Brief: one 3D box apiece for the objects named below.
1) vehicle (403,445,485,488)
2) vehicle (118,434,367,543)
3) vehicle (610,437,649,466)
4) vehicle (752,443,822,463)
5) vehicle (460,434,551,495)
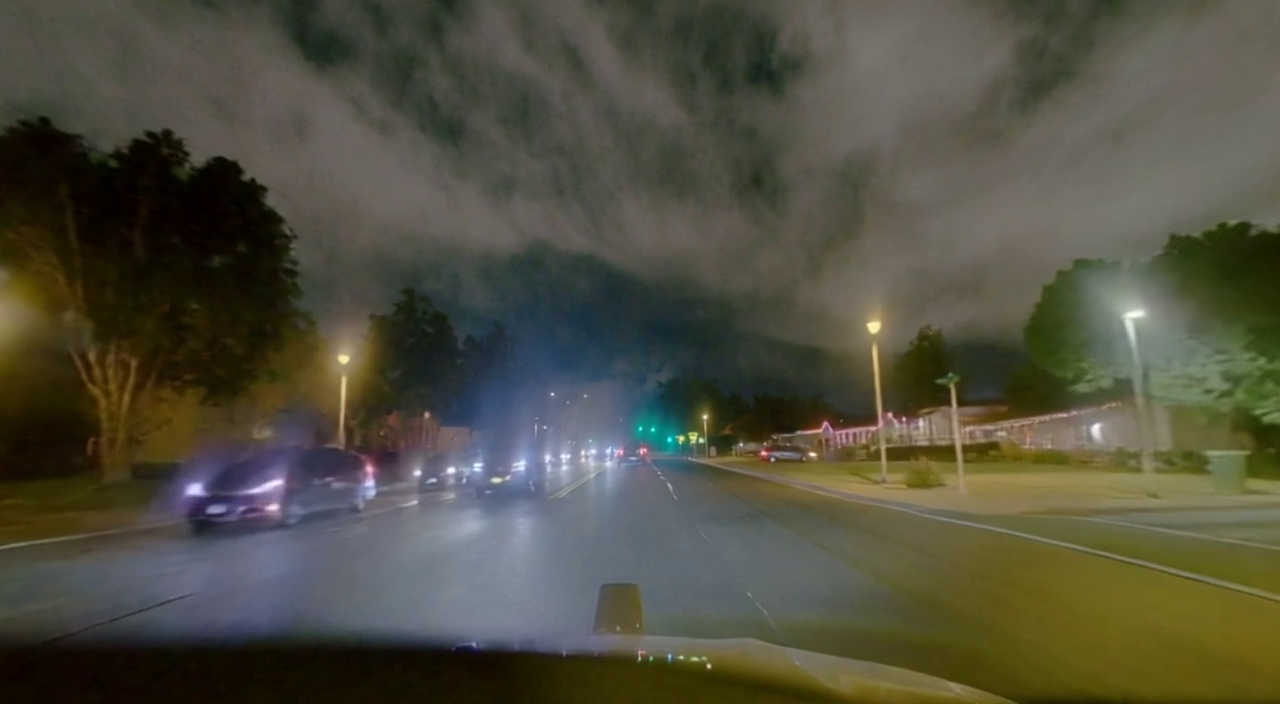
[{"bbox_3d":[-8.034,4.709,26.335,2.054,1.528,4.297,-2,-9,0],"label":"vehicle"},{"bbox_3d":[-7.446,2.567,12.552,2.069,1.654,4.458,-2,-9,0],"label":"vehicle"},{"bbox_3d":[-0.654,7.046,44.869,2.554,1.902,5.329,0,-9,1],"label":"vehicle"},{"bbox_3d":[10.995,7.588,47.439,4.697,1.462,1.881,0,-8,-2],"label":"vehicle"},{"bbox_3d":[-4.139,3.523,20.145,1.955,1.723,4.287,0,-9,0],"label":"vehicle"}]
